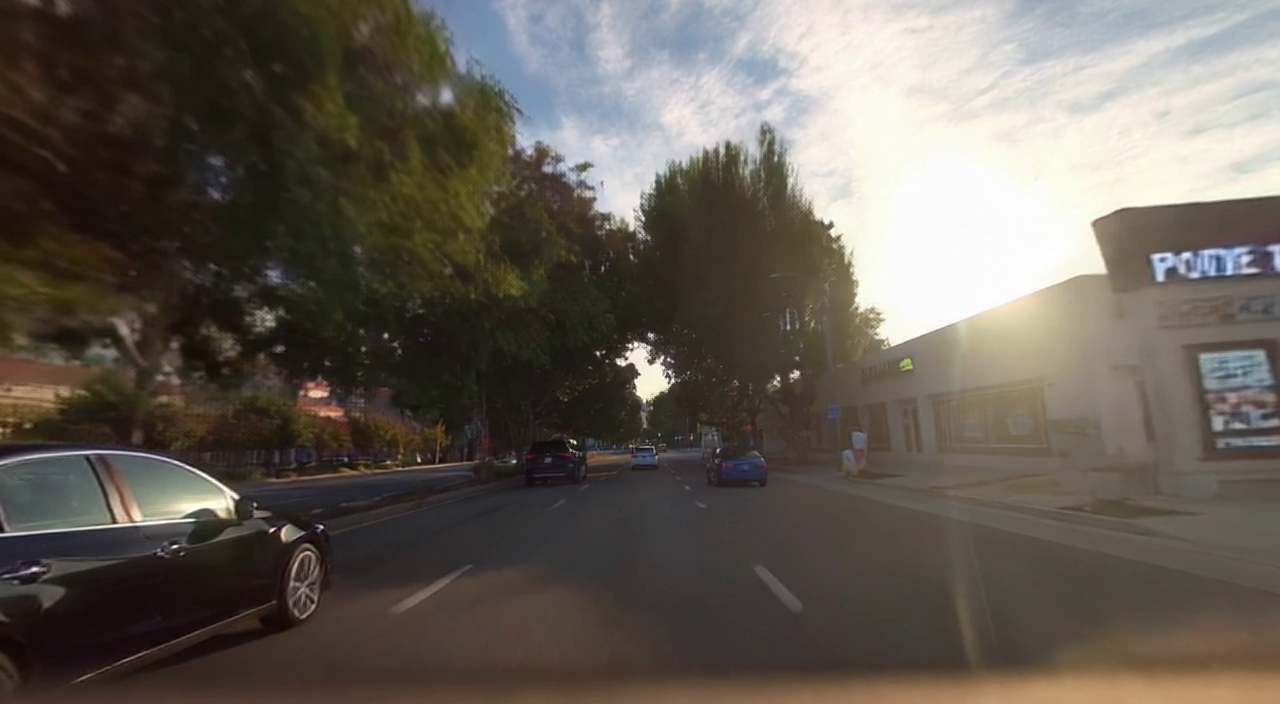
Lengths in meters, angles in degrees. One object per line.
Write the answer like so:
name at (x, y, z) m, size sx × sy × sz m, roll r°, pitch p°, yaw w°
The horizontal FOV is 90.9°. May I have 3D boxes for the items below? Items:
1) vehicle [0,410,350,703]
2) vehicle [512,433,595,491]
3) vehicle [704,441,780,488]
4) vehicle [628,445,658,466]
vehicle at (-3.266, 0.974, 2.431) m, size 1.956 × 1.460 × 4.802 m, roll 0°, pitch -8°, yaw 1°
vehicle at (-2.922, 3.847, 22.410) m, size 2.193 × 1.788 × 4.603 m, roll 0°, pitch -8°, yaw 1°
vehicle at (3.446, 3.881, 22.124) m, size 1.904 × 1.490 × 4.299 m, roll 0°, pitch -8°, yaw 0°
vehicle at (0.187, 7.476, 45.835) m, size 2.069 × 1.445 × 3.965 m, roll 0°, pitch -8°, yaw 0°
